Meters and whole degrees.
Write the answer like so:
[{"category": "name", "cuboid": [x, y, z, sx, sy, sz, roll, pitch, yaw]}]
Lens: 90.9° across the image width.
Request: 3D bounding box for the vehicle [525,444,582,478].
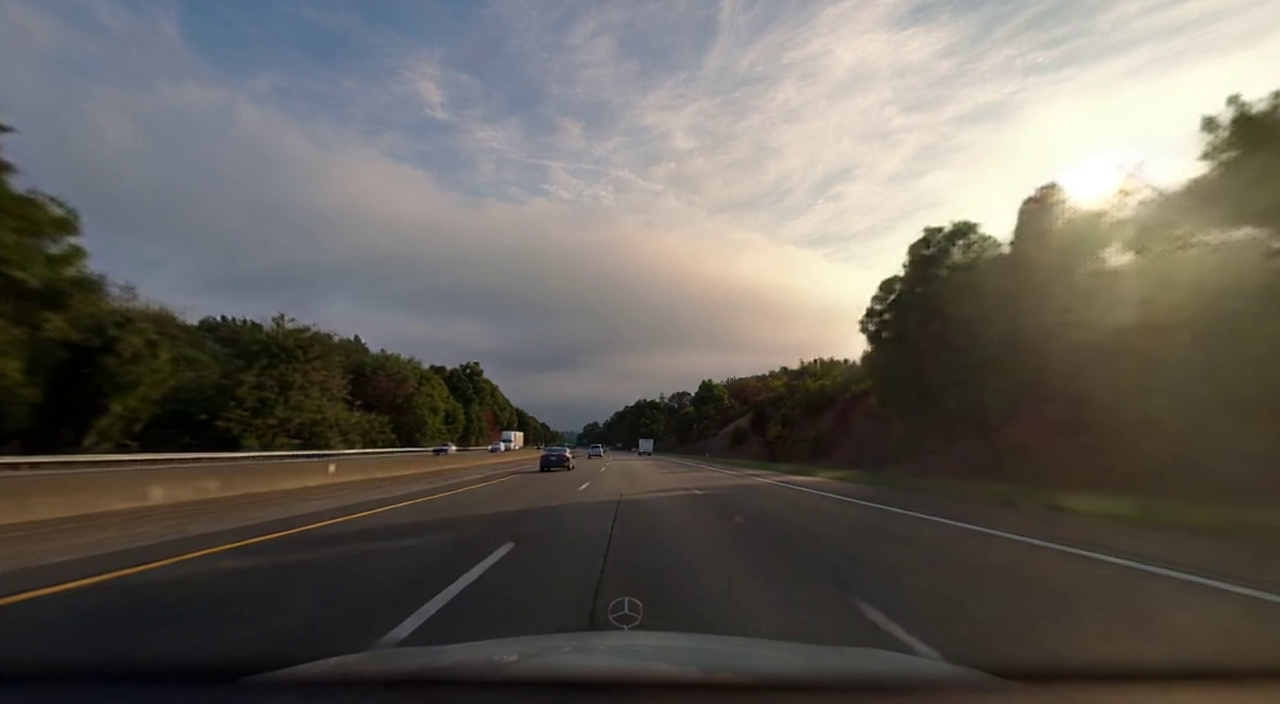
[{"category": "vehicle", "cuboid": [-4.080, 5.234, 30.512, 2.169, 1.473, 4.631, 0, -9, -1]}]
